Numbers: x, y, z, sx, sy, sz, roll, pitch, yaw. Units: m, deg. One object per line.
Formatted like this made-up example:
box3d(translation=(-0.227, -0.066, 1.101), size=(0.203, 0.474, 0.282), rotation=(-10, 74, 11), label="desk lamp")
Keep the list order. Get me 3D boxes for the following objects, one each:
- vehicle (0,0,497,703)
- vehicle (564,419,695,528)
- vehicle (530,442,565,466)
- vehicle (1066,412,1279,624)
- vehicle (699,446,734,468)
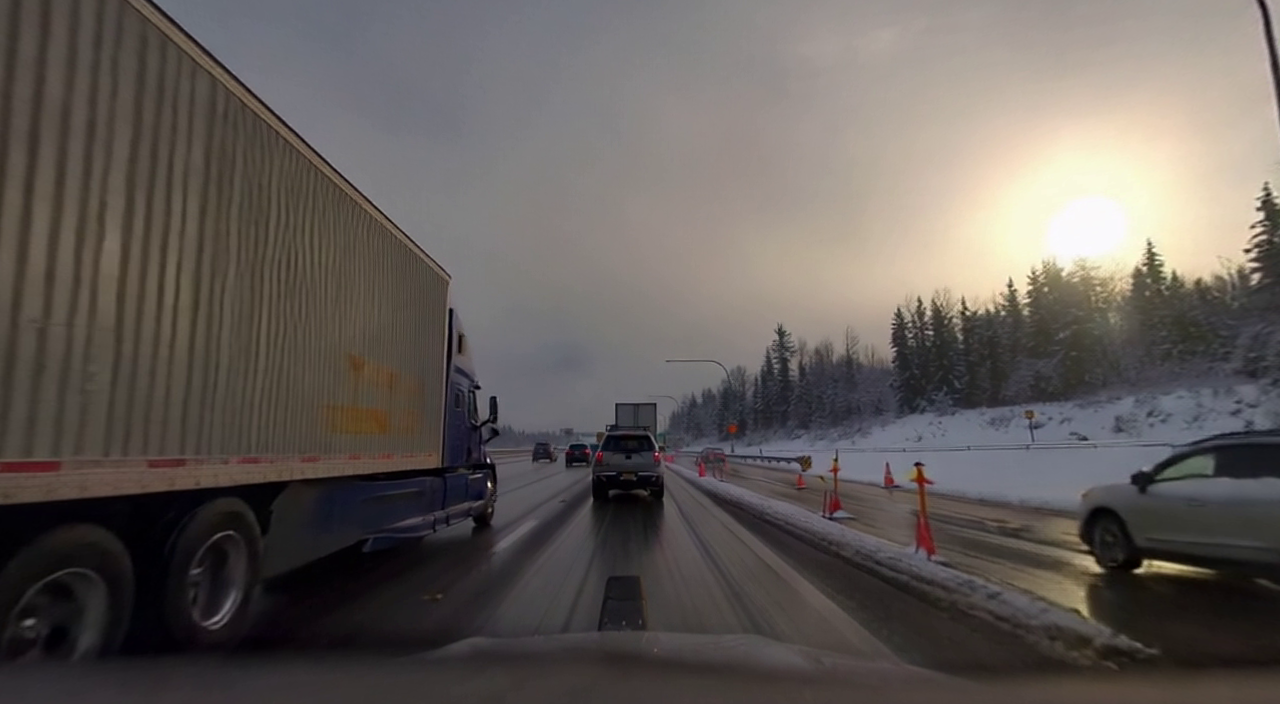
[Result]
box3d(translation=(-3.803, 0.287, 5.765), size=(2.990, 3.885, 8.243), rotation=(0, -9, 0), label="vehicle")
box3d(translation=(-0.203, 2.298, 12.439), size=(2.152, 1.779, 3.924), rotation=(0, -9, -1), label="vehicle")
box3d(translation=(-7.085, 7.816, 48.584), size=(1.950, 1.716, 4.436), rotation=(0, -9, 1), label="vehicle")
box3d(translation=(5.867, 1.329, 5.222), size=(1.937, 1.601, 3.798), rotation=(0, -9, -1), label="vehicle")
box3d(translation=(5.447, 7.568, 45.687), size=(1.918, 1.479, 4.571), rotation=(0, -9, -1), label="vehicle")
